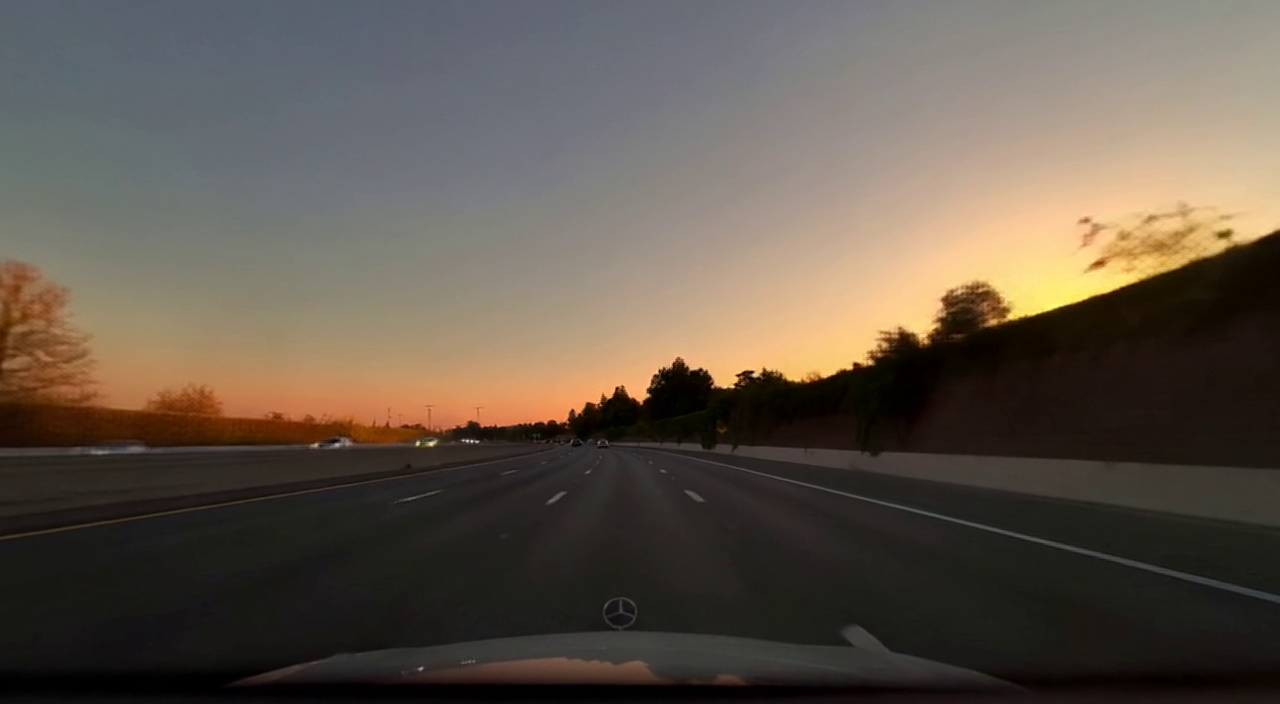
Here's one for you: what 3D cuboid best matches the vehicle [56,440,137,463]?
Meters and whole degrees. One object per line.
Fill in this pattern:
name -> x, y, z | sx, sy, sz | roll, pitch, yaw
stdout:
vehicle -> -38.464, 7.025, 44.879 | 1.805, 1.506, 4.667 | 0, -8, -3
